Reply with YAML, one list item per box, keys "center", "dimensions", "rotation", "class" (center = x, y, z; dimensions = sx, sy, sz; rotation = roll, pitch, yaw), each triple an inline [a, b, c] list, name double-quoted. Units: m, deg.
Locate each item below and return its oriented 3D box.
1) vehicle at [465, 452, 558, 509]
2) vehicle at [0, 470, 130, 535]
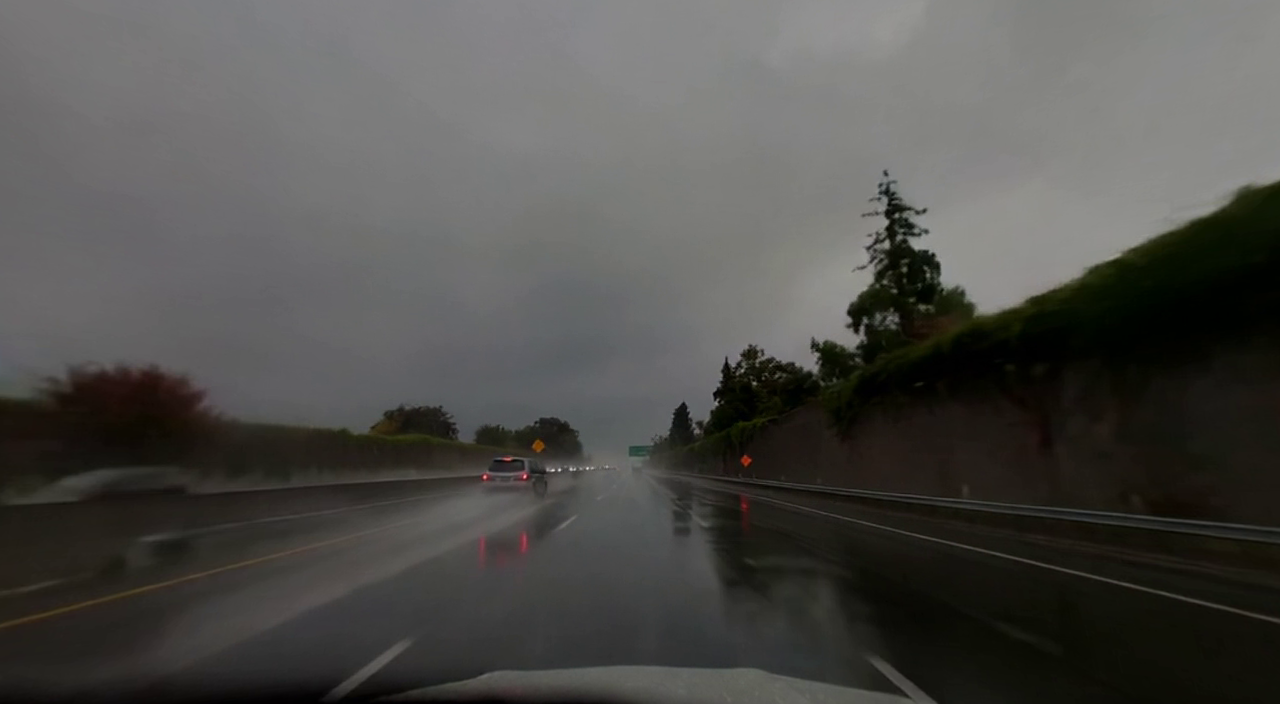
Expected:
- center: [-4.323, 4.454, 22.068]
  dimensions: [2.178, 1.736, 4.847]
  rotation: [1, -10, 0]
  class: "vehicle"
- center: [-15.961, 3.815, 16.266]
  dimensions: [1.802, 1.485, 4.492]
  rotation: [1, -10, -1]
  class: "vehicle"
